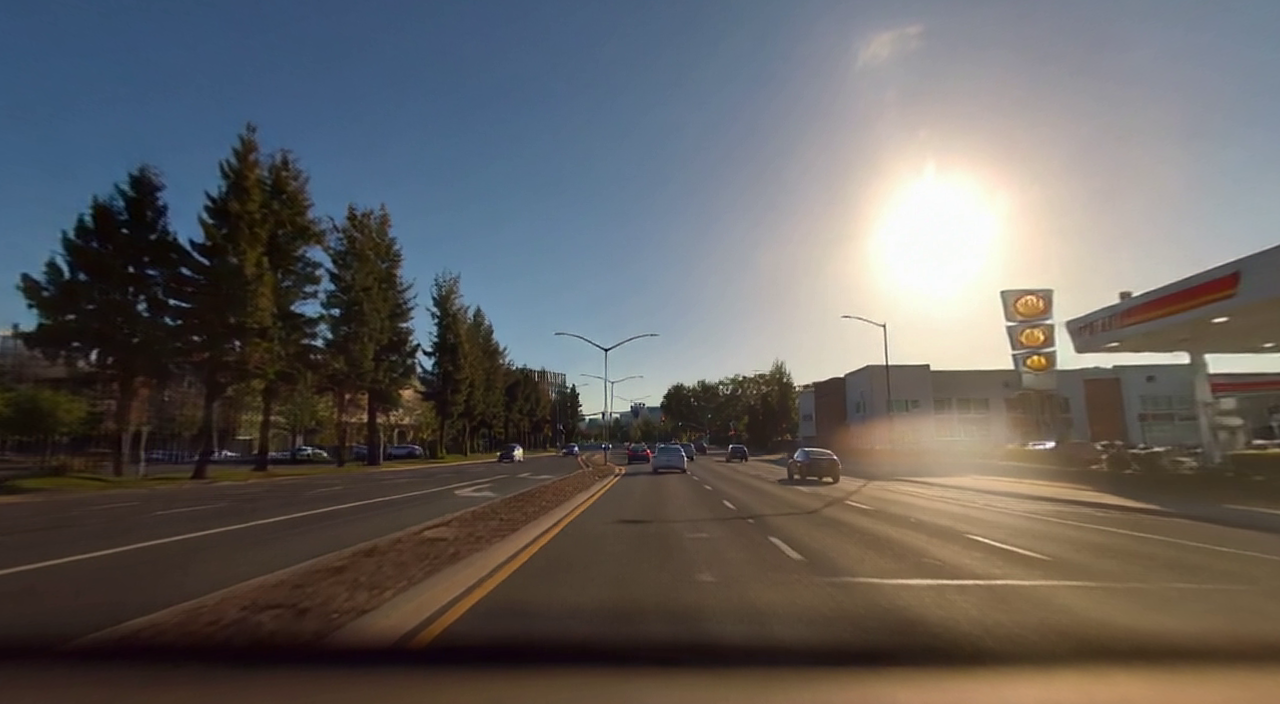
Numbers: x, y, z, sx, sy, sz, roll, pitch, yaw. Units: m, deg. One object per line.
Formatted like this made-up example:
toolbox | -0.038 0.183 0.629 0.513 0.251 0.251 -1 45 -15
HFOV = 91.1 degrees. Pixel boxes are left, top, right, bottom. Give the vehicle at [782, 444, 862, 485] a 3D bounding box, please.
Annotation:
vehicle | 7.183 4.473 25.257 1.918 1.484 4.456 0 -8 0

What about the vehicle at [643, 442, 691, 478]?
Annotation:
vehicle | 1.157 4.835 28.362 1.971 1.479 4.493 0 -8 1

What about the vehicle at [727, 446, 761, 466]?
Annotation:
vehicle | 8.210 8.190 49.789 1.930 1.479 4.477 0 -8 0
